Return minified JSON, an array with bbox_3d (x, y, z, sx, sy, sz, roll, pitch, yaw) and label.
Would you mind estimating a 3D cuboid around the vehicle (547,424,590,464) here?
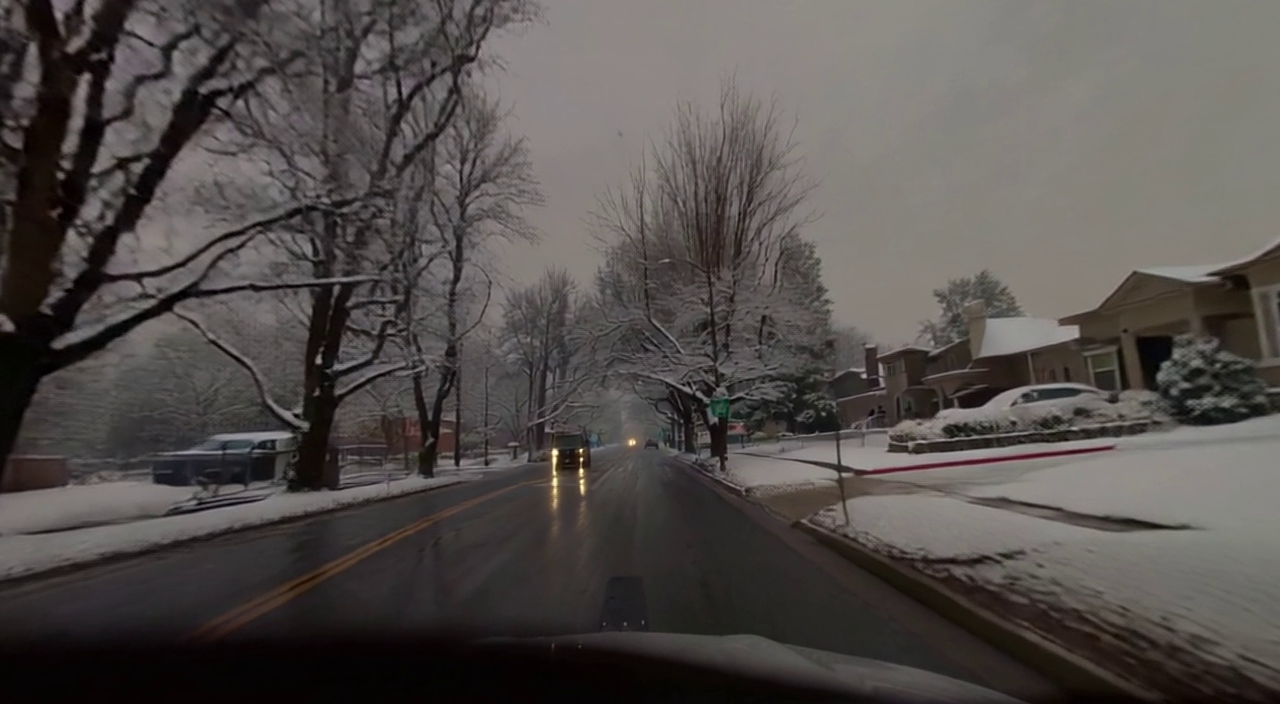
[{"bbox_3d":[-5.242,6.881,47.225,2.303,2.760,5.868,0,-8,2],"label":"vehicle"}]
